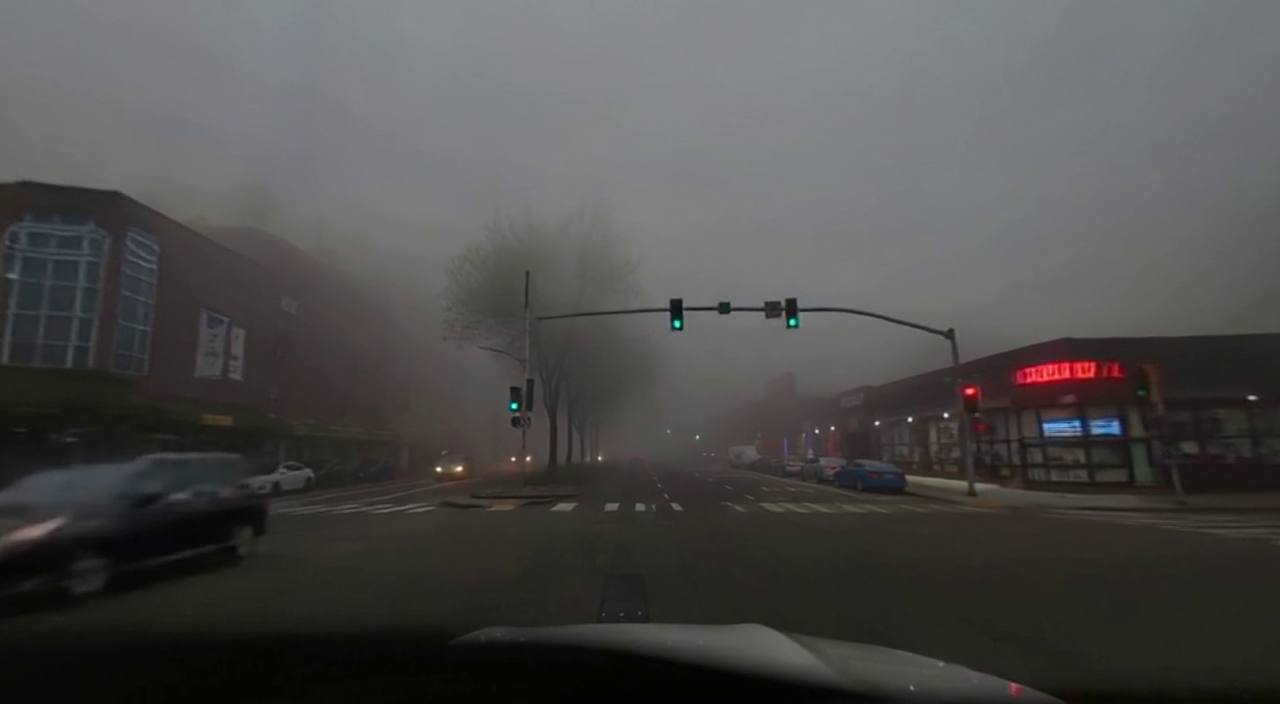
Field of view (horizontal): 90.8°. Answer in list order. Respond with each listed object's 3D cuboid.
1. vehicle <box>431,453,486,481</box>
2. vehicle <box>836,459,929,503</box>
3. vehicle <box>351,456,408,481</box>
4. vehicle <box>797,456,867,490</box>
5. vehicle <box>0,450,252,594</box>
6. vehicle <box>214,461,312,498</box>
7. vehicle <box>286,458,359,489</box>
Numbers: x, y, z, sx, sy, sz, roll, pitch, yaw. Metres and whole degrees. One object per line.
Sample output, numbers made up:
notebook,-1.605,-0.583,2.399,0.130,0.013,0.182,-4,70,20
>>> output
vehicle,-10.999,6.989,38.617,1.943,1.501,4.626,0,-8,1
vehicle,9.683,5.166,25.694,1.948,1.483,4.645,0,-8,0
vehicle,-17.922,7.989,43.641,1.951,1.524,4.409,0,-8,1
vehicle,9.716,6.149,32.444,1.913,1.492,4.787,0,-8,-2
vehicle,-8.214,2.235,9.216,2.225,1.532,4.486,0,-8,0
vehicle,-18.105,6.107,30.653,1.858,1.493,4.721,0,-8,-1
vehicle,-18.177,6.935,36.379,1.756,1.525,4.355,0,-8,3
